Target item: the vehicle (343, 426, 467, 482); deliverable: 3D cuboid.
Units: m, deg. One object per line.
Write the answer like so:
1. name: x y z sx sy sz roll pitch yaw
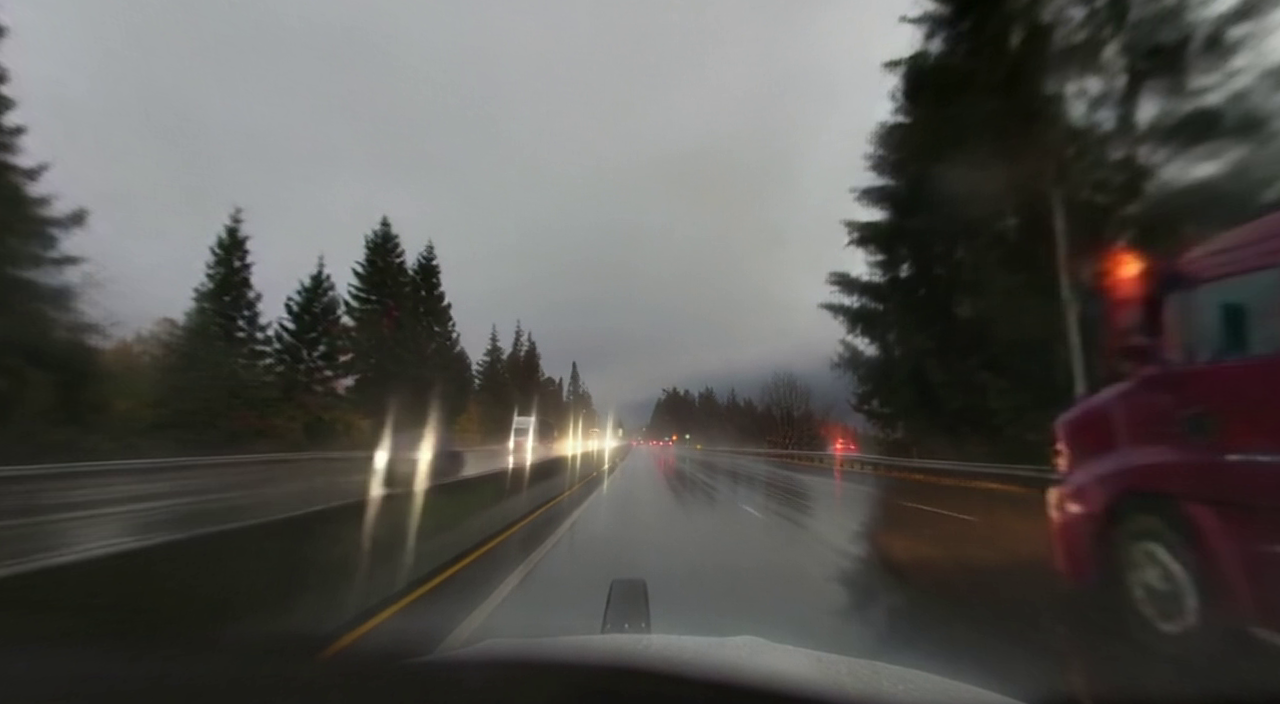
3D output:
1. vehicle: -7.490 3.306 20.694 2.112 1.626 4.815 0 -8 1

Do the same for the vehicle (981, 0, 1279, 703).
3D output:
1. vehicle: 4.060 -0.476 1.088 3.057 4.041 6.788 0 -8 1
